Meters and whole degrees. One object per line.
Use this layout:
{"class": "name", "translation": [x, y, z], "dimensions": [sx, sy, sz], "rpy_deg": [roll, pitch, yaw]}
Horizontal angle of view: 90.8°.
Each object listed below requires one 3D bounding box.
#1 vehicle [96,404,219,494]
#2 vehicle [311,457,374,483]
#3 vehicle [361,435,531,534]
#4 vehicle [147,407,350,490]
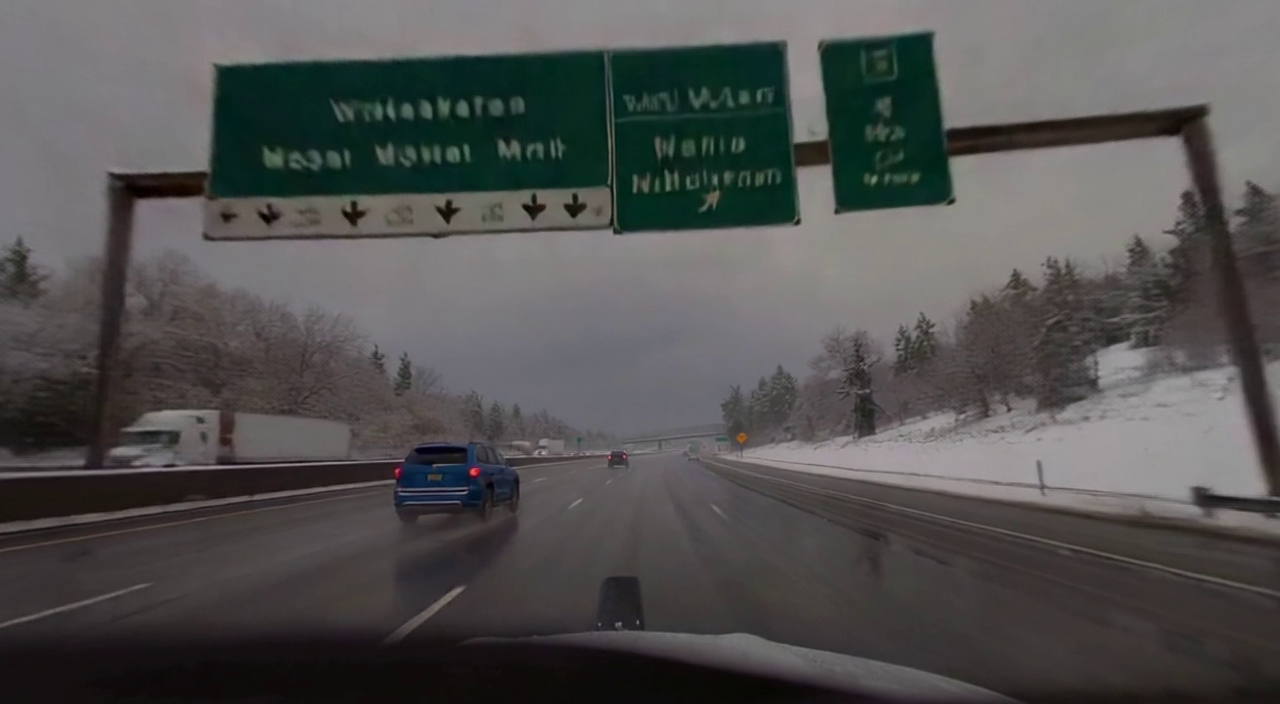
{"class": "vehicle", "translation": [-22.758, 4.574, 29.992], "dimensions": [2.954, 4.005, 3.206], "rpy_deg": [0, -9, 1]}
{"class": "vehicle", "translation": [-18.336, 7.271, 39.112], "dimensions": [1.887, 1.417, 3.931], "rpy_deg": [-1, -9, 2]}
{"class": "vehicle", "translation": [-3.598, 2.522, 12.623], "dimensions": [2.016, 1.623, 4.126], "rpy_deg": [0, -9, 1]}
{"class": "vehicle", "translation": [-22.572, 5.805, 38.257], "dimensions": [2.839, 4.056, 14.261], "rpy_deg": [0, -9, 2]}
